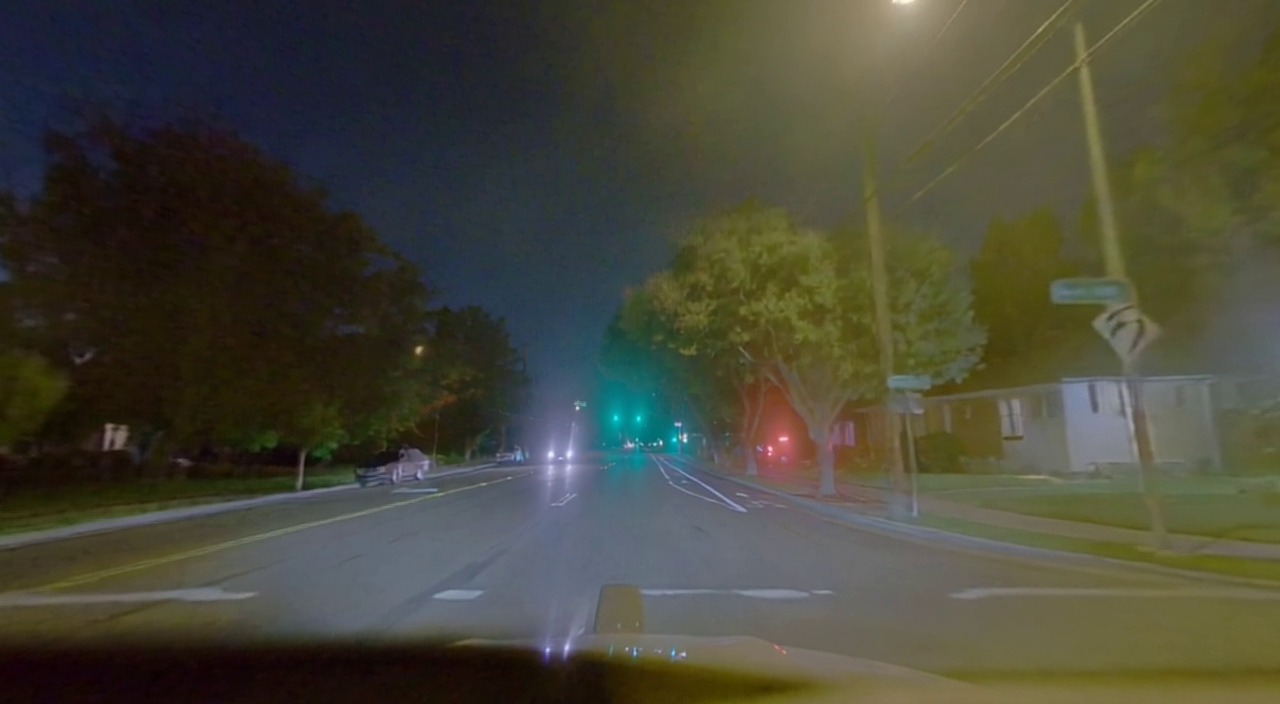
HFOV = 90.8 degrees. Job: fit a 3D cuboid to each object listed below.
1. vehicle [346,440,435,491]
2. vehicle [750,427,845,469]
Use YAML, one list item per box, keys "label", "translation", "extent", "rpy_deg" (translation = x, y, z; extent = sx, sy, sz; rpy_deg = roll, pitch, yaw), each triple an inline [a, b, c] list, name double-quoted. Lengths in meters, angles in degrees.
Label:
- label: "vehicle"
  translation: [-11.332, 5.127, 29.130]
  extent: [2.024, 1.795, 5.054]
  rpy_deg: [-10, -8, -3]
- label: "vehicle"
  translation: [9.602, 5.762, 38.462]
  extent: [5.565, 2.036, 1.907]
  rpy_deg: [-1, -5, -26]
